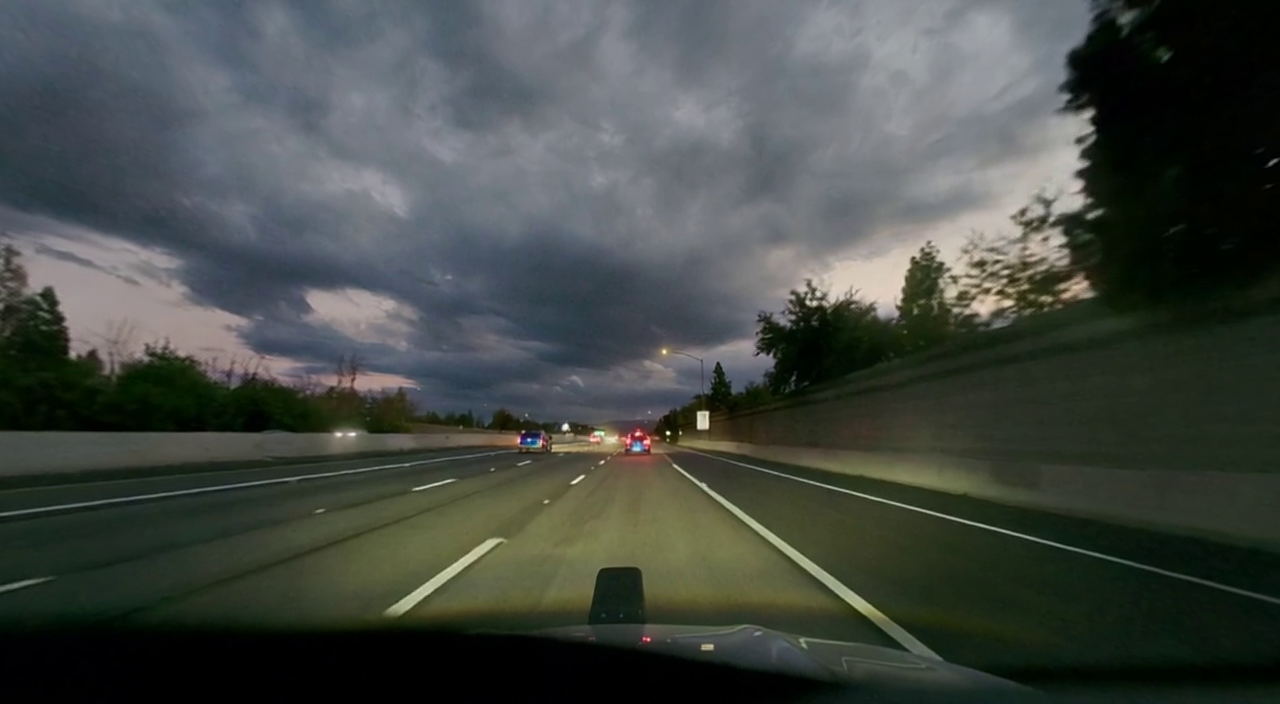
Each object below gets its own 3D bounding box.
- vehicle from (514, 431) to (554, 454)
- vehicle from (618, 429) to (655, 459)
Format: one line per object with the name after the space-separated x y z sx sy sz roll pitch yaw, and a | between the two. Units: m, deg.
-7.553 6.481 45.113 2.019 1.523 4.396 0 -8 1 | vehicle
-0.177 5.599 38.279 2.141 1.706 4.065 0 -8 0 | vehicle
